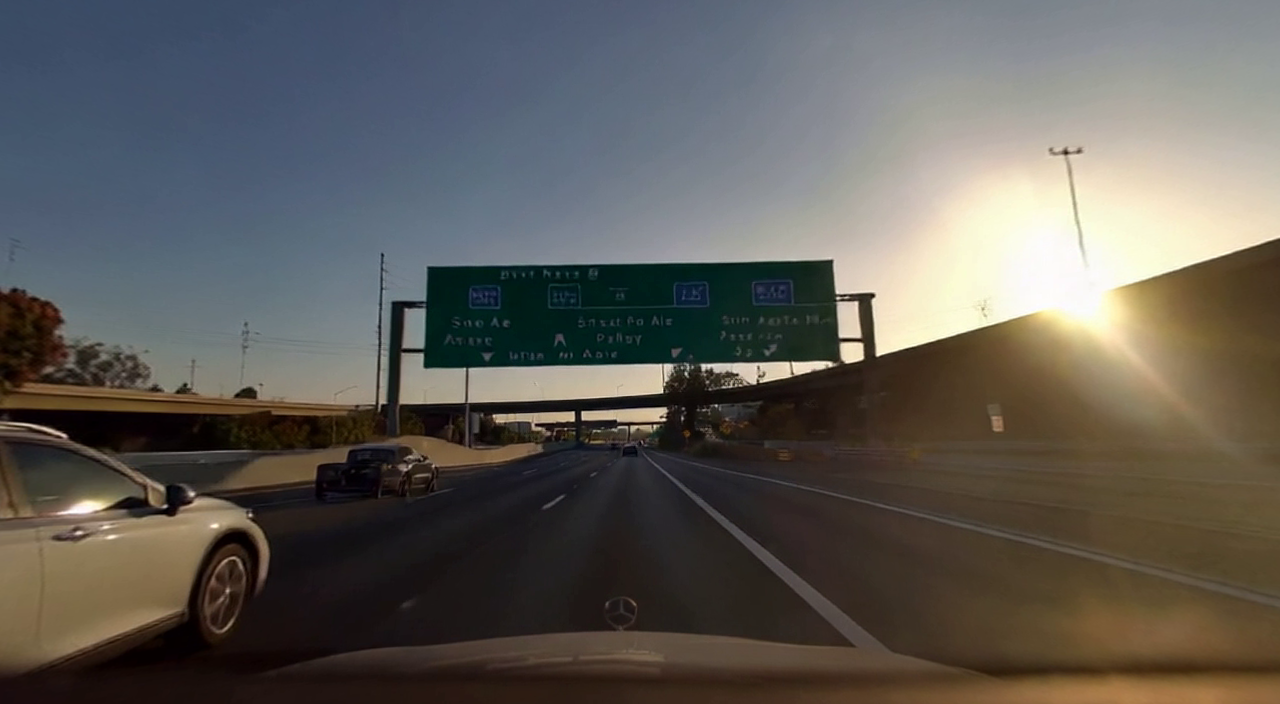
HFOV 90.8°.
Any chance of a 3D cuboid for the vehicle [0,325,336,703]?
[{"bbox_3d":[-3.337,0.805,2.463,2.178,1.699,4.321,0,-8,-1],"label":"vehicle"}]
